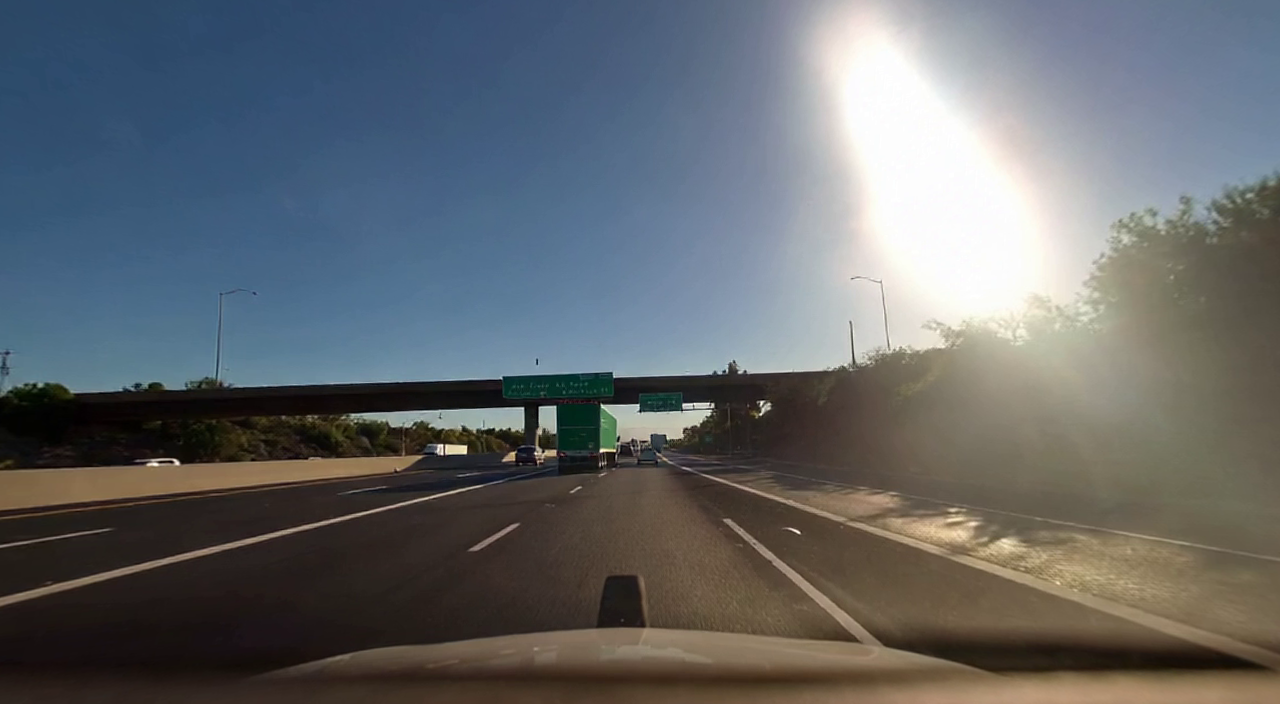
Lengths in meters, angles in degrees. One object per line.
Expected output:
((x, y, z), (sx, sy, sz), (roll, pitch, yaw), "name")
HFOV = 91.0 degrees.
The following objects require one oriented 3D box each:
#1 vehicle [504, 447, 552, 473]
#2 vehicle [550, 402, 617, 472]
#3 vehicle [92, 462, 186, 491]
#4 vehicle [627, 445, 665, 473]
((-6.914, 6.708, 39.259), (1.996, 1.495, 4.671), (-1, -9, 2), "vehicle")
((-3.402, 5.687, 41.565), (3.053, 3.948, 11.288), (-1, -9, 2), "vehicle")
((-31.547, 7.808, 39.850), (1.995, 1.611, 4.703), (-1, -9, 2), "vehicle")
((0.342, 6.129, 36.215), (2.066, 1.469, 4.050), (0, -9, 1), "vehicle")
